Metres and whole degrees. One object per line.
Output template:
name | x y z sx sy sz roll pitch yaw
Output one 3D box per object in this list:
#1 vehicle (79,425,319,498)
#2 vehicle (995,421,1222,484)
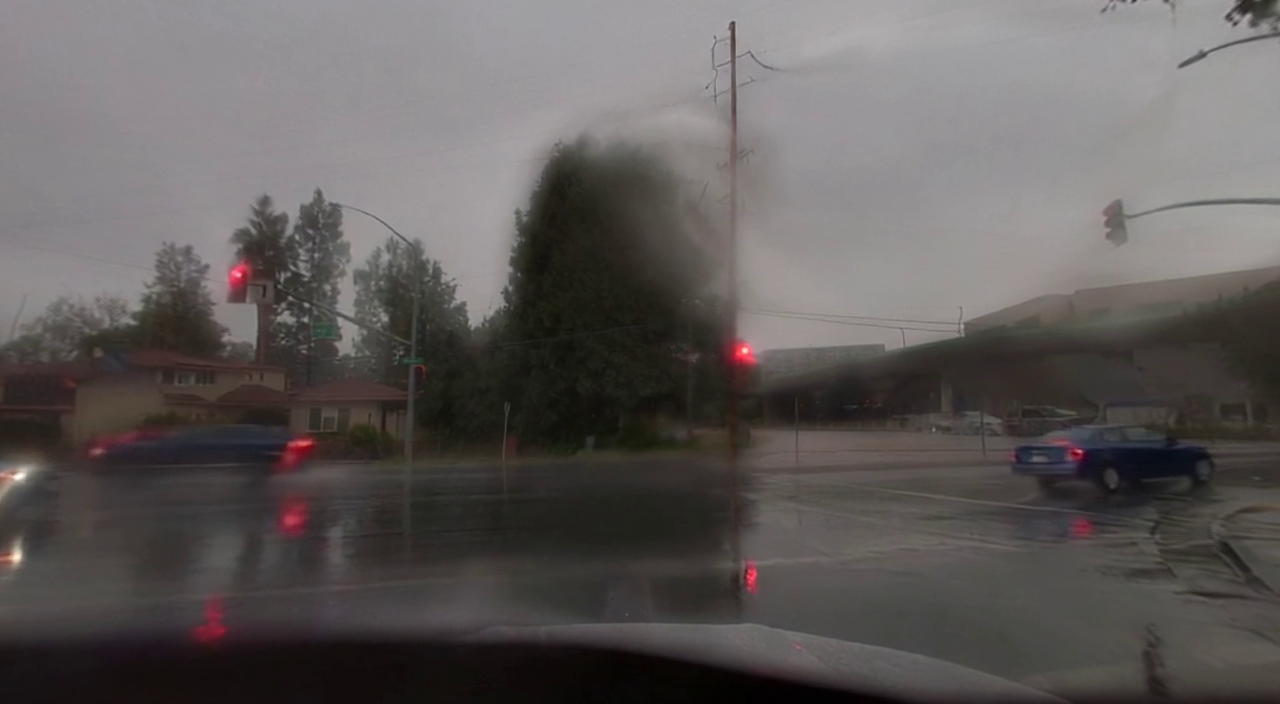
vehicle | -11.960 2.995 17.567 4.966 1.806 2.007 2 -9 -16
vehicle | 11.747 2.505 15.899 4.757 1.442 1.858 2 -9 -14
